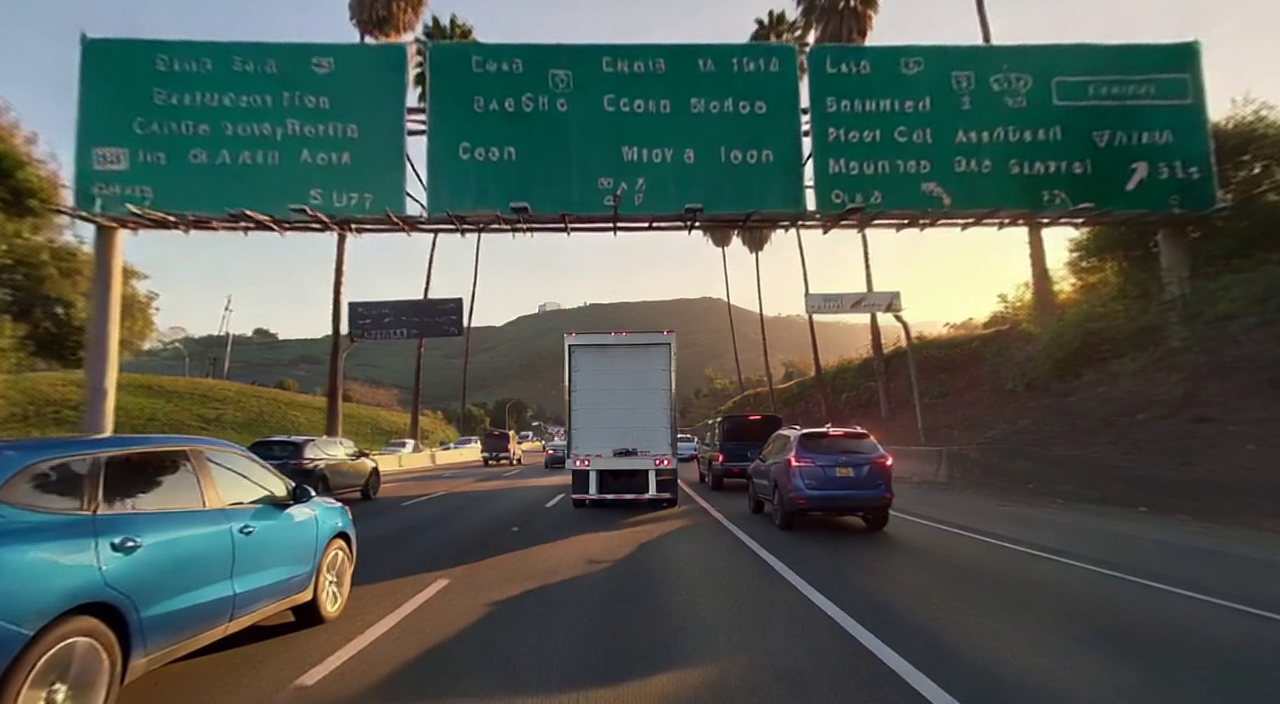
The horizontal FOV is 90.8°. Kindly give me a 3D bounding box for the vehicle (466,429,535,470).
[{"bbox_3d":[-7.210,5.132,33.349,2.344,1.954,5.579,0,-9,0],"label":"vehicle"}]

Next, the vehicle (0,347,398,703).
[{"bbox_3d":[-3.214,1.060,3.789,1.885,1.654,4.103,0,-9,0],"label":"vehicle"}]

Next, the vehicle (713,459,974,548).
[{"bbox_3d":[2.977,2.441,11.041,2.635,1.036,5.568,0,-9,-1],"label":"vehicle"}]

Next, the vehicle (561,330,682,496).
[{"bbox_3d":[-0.423,2.274,20.810,2.906,4.040,10.743,0,-9,0],"label":"vehicle"}]
